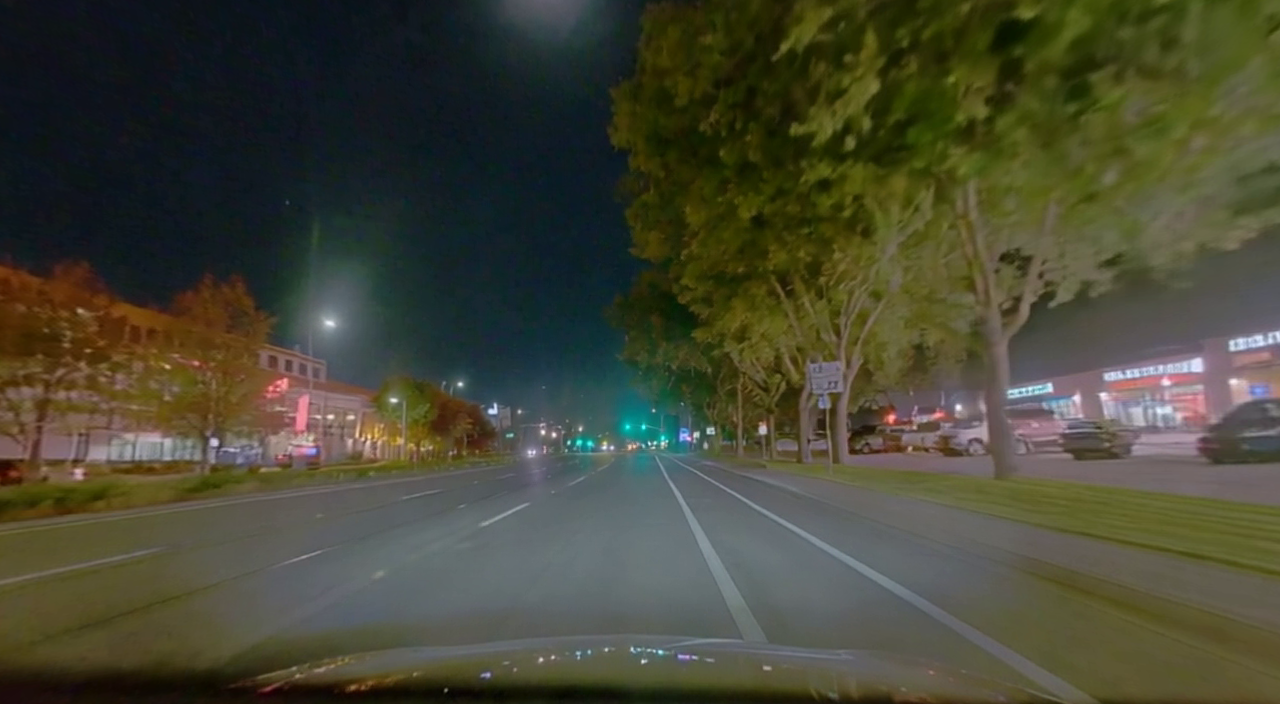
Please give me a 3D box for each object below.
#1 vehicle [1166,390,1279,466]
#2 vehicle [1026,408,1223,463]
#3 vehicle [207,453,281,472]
[{"bbox_3d":[13.410,1.566,12.879,3.547,1.438,1.891,0,-9,0],"label":"vehicle"},{"bbox_3d":[13.347,2.341,17.565,3.820,1.413,1.952,0,-9,0],"label":"vehicle"},{"bbox_3d":[-30.588,8.557,48.787,4.448,1.430,1.888,-1,-9,1],"label":"vehicle"}]
